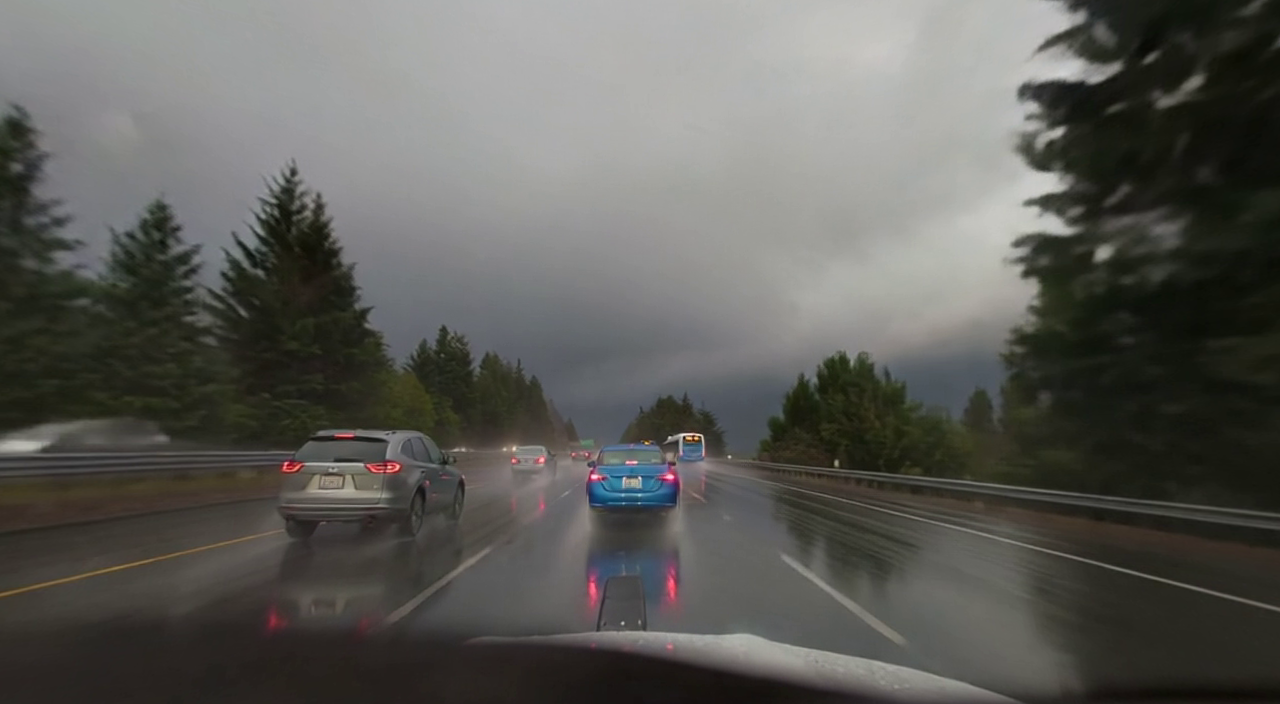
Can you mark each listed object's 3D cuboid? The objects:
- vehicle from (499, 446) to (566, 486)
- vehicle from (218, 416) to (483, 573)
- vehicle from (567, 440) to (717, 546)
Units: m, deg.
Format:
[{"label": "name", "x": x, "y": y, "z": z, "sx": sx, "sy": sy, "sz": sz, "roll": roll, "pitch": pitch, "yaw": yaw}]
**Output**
[{"label": "vehicle", "x": -4.392, "y": 4.713, "z": 26.323, "sx": 2.122, "sy": 1.491, "sz": 3.800, "roll": 0, "pitch": -9, "yaw": -1}, {"label": "vehicle", "x": -3.705, "y": 1.888, "z": 9.054, "sx": 1.830, "sy": 1.703, "sz": 4.142, "roll": 0, "pitch": -9, "yaw": 0}, {"label": "vehicle", "x": -0.029, "y": 2.325, "z": 11.075, "sx": 2.120, "sy": 1.478, "sz": 4.179, "roll": 0, "pitch": -9, "yaw": -2}]
